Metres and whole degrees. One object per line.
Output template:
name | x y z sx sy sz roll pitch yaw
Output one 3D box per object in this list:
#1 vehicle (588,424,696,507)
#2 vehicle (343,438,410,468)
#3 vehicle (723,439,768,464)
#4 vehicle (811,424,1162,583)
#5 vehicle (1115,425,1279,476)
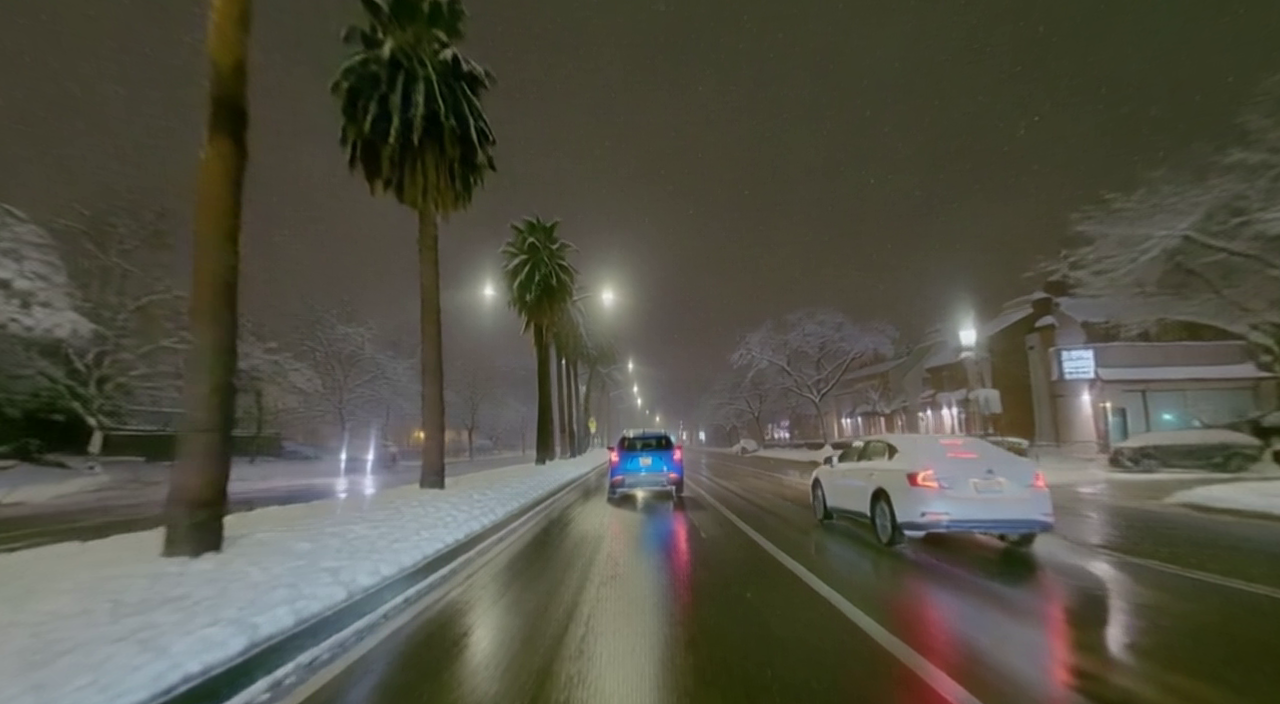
vehicle | 0.025 2.675 15.317 2.239 1.693 4.301 0 -8 0
vehicle | -17.573 6.754 42.416 2.127 1.883 5.167 0 -8 1
vehicle | 6.648 6.314 40.292 1.930 1.457 4.267 0 -8 -2
vehicle | 3.883 1.759 8.273 1.941 1.472 4.570 0 -8 -1
vehicle | 19.399 3.390 21.807 4.392 1.628 1.982 0 -8 -3
